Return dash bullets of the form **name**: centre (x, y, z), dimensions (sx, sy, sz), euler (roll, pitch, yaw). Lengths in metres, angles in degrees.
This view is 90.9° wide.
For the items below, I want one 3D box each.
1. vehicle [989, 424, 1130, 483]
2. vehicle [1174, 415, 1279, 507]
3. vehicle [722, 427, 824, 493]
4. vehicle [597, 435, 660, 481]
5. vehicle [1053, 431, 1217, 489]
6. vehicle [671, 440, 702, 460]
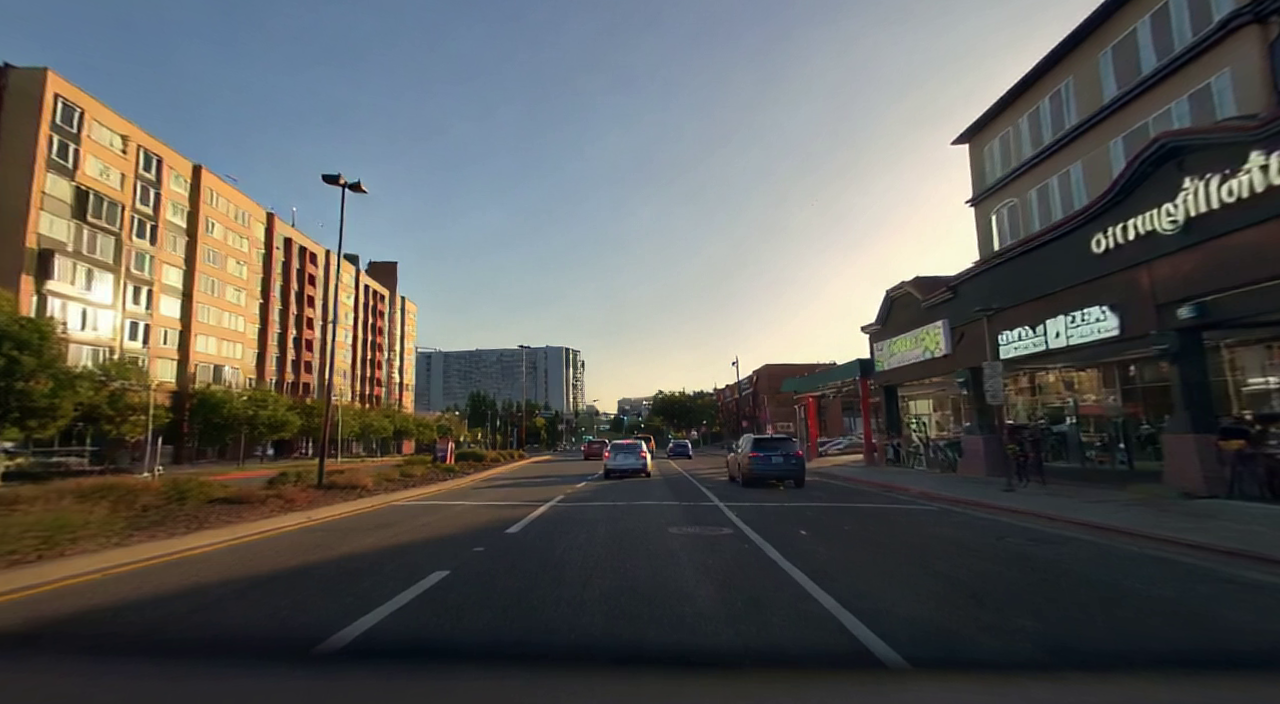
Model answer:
- **vehicle**: centre (13.921, 3.331, 20.884), dimensions (4.367, 1.748, 2.007), euler (5, -10, -30)
- **vehicle**: centre (12.747, 2.024, 11.725), dimensions (1.871, 1.691, 4.306), euler (-1, -8, 2)
- **vehicle**: centre (3.747, 3.110, 18.525), dimensions (2.007, 1.683, 4.171), euler (0, -8, -1)
- **vehicle**: centre (-0.387, 3.779, 22.681), dimensions (2.059, 1.477, 3.988), euler (0, -8, 0)
- **vehicle**: centre (14.114, 3.019, 17.976), dimensions (4.076, 1.478, 2.023), euler (4, -9, -27)
- **vehicle**: centre (3.559, 7.564, 48.827), dimensions (2.012, 1.462, 4.400), euler (0, -8, 0)
